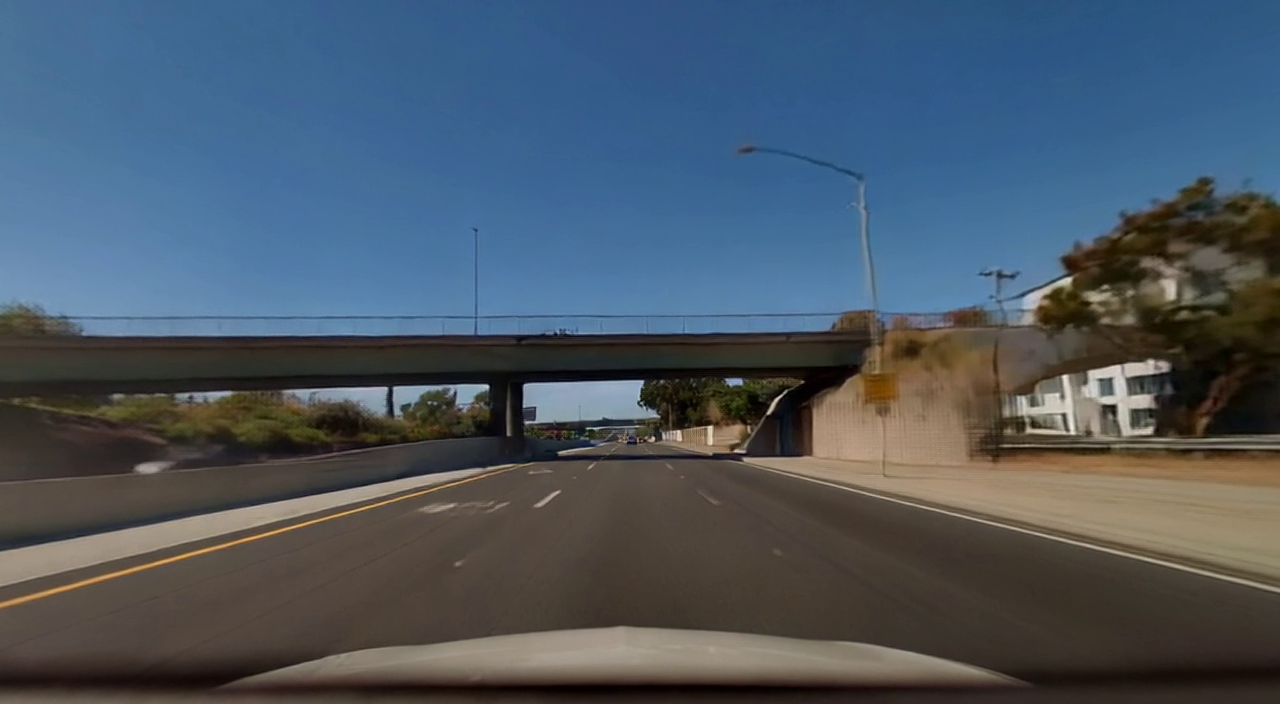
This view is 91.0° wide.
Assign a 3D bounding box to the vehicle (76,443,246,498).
[{"bbox_3d":[-15.052,3.710,20.180,1.855,1.490,4.609,-1,-8,0],"label":"vehicle"}]
